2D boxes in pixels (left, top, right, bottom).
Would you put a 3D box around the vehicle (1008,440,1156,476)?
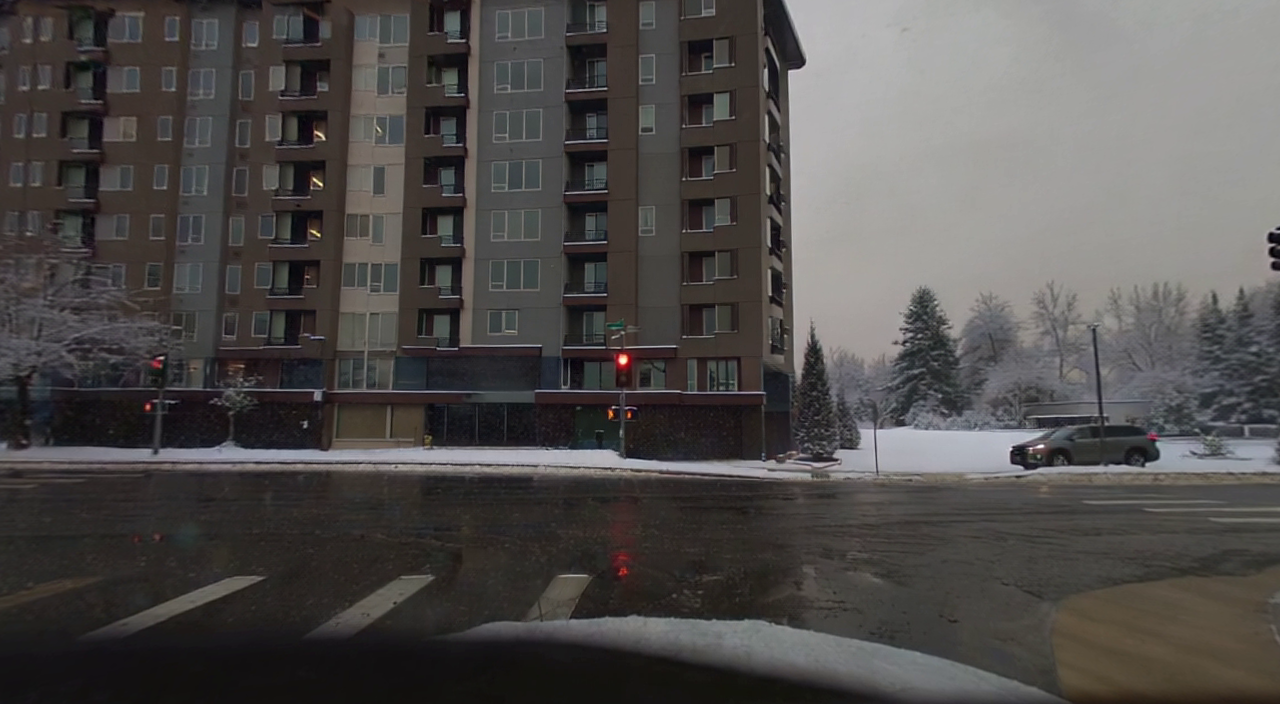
[{"bbox_3d":[18.592,4.466,26.681,4.823,1.458,1.914,0,-9,-1],"label":"vehicle"}]
